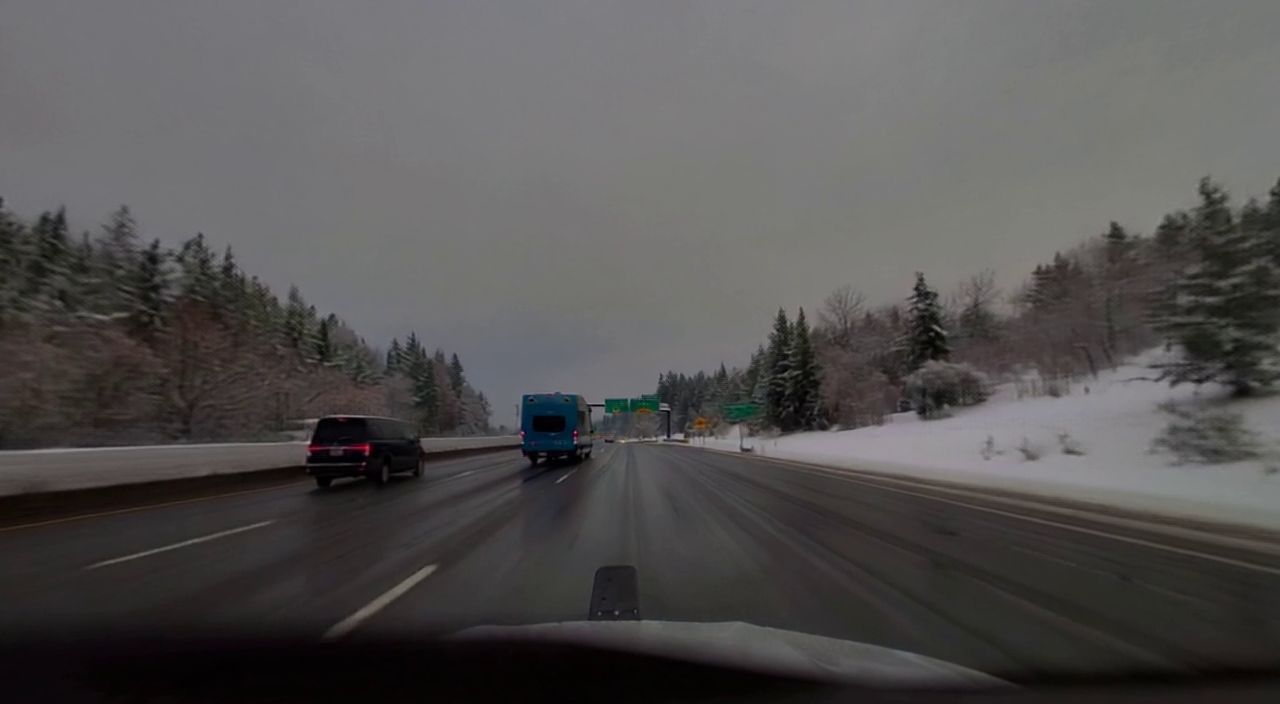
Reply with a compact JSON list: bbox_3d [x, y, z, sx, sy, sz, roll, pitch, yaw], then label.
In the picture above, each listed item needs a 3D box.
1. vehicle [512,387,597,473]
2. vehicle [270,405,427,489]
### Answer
[{"bbox_3d":[-3.544,3.470,27.921,2.676,3.269,7.388,0,-7,0],"label":"vehicle"},{"bbox_3d":[-7.283,2.410,16.328,2.045,1.873,4.202,0,-7,0],"label":"vehicle"}]
